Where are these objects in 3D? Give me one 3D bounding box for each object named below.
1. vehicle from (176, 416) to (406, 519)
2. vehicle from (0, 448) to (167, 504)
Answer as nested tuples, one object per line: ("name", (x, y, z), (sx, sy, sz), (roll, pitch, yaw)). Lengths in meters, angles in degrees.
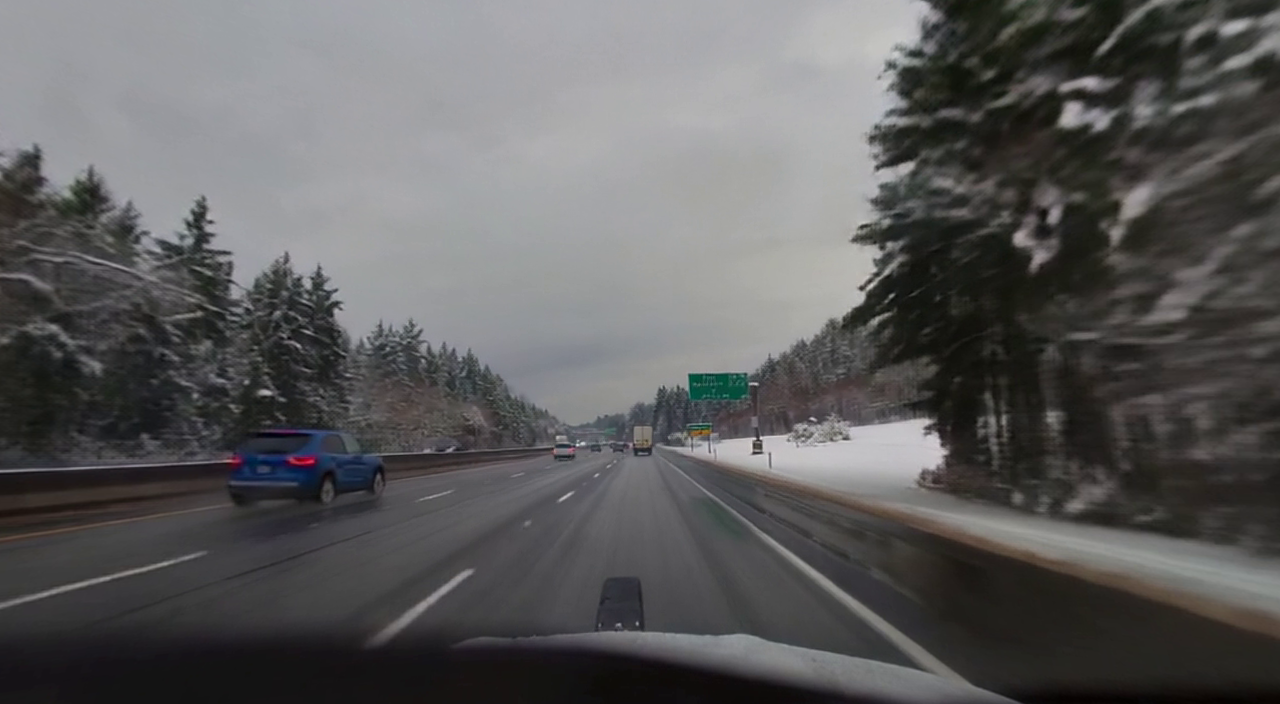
("vehicle", (-7.103, 2.409, 13.604), (2.253, 1.815, 4.618), (0, -9, 1))
("vehicle", (-17.710, 3.805, 19.794), (2.002, 1.515, 4.650), (0, -9, 1))
